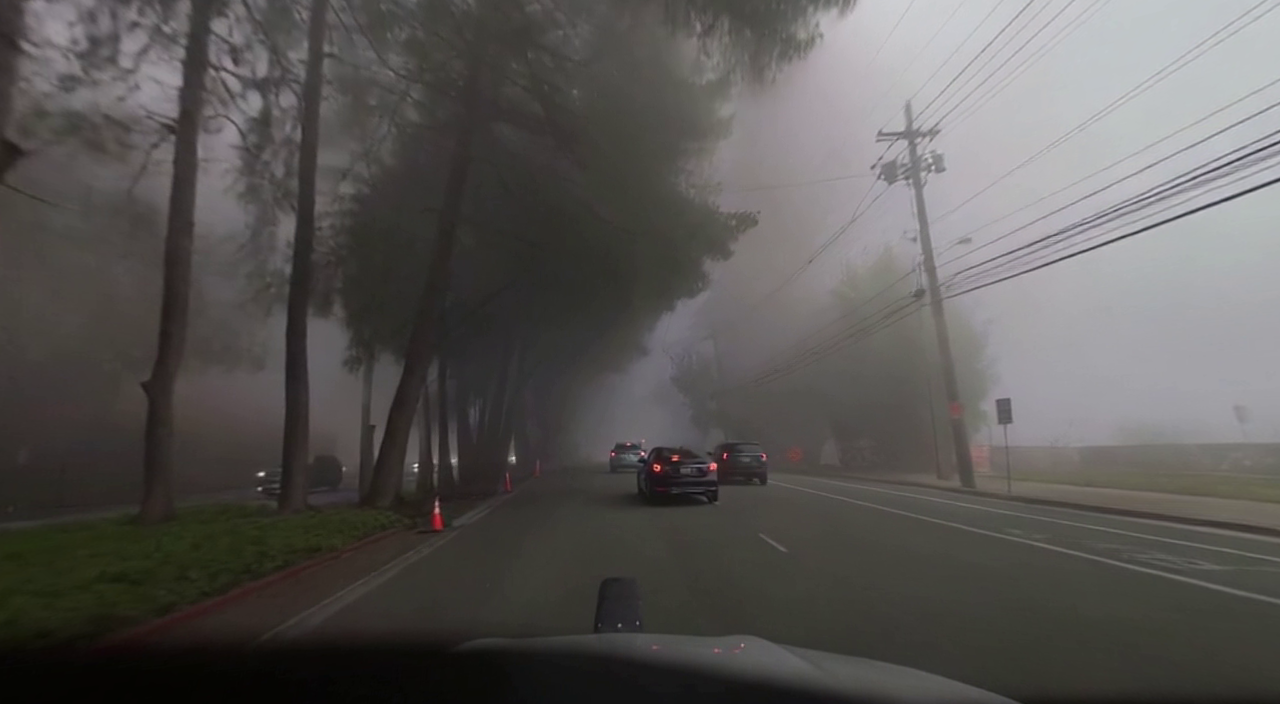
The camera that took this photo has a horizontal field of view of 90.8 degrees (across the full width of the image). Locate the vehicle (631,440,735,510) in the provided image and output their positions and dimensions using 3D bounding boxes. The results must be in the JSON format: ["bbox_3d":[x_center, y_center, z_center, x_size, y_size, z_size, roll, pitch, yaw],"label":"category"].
[{"bbox_3d":[0.883,2.967,15.835,1.977,1.460,4.565,0,-8,-4],"label":"vehicle"}]

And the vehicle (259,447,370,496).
[{"bbox_3d":[-12.503,4.574,24.660,1.971,1.712,4.400,-1,-8,0],"label":"vehicle"}]

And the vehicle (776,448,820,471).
[{"bbox_3d":[11.871,8.098,47.663,1.966,1.485,4.497,-5,-9,-2],"label":"vehicle"}]

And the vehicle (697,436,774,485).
[{"bbox_3d":[3.676,4.270,25.221,2.116,1.726,4.672,0,-8,-3],"label":"vehicle"}]

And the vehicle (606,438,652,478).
[{"bbox_3d":[-0.467,5.048,30.229,2.050,1.745,3.915,-1,-8,0],"label":"vehicle"}]
